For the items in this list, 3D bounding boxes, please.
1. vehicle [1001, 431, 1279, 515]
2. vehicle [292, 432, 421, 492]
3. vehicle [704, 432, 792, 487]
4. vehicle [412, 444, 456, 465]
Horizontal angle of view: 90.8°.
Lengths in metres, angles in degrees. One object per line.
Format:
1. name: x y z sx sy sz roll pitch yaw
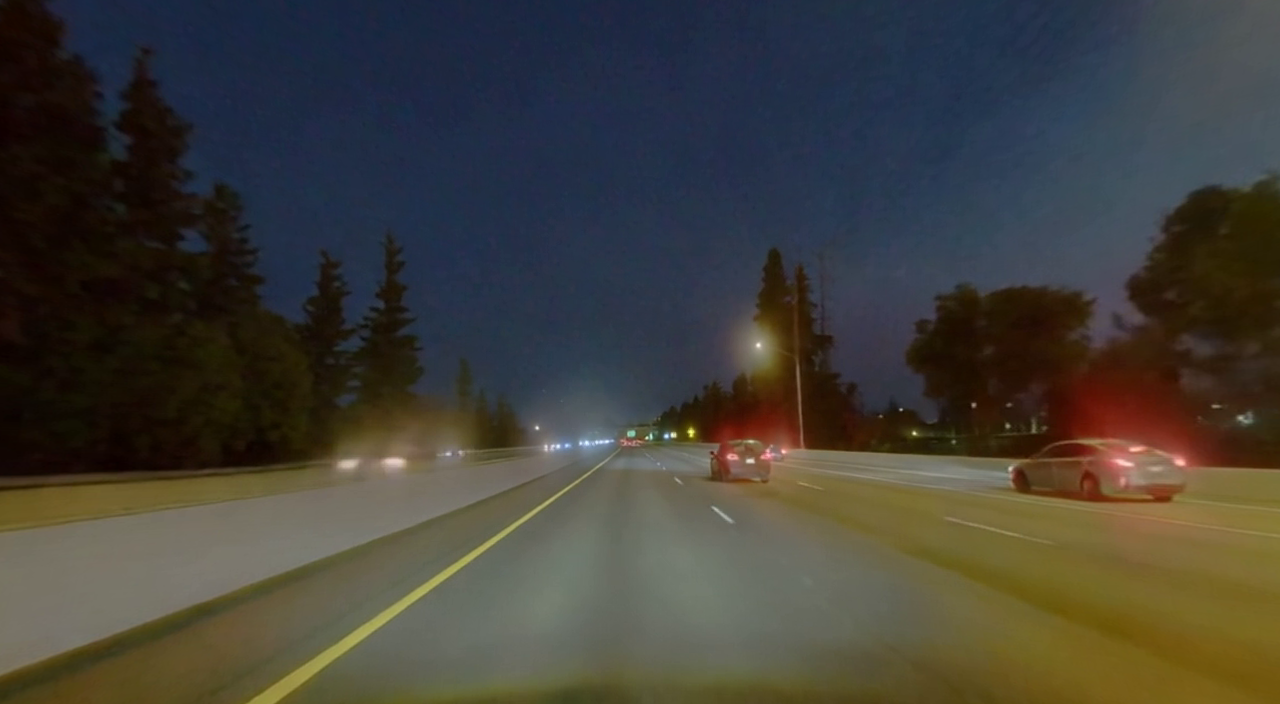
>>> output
1. vehicle: 10.582 2.577 14.051 1.987 1.502 5.130 0 -9 -1
2. vehicle: -7.878 3.079 18.021 1.860 1.503 3.883 0 -9 0
3. vehicle: 3.419 3.484 20.774 2.018 1.600 4.121 0 -9 -2
4. vehicle: -15.550 7.734 47.902 1.851 1.513 4.241 0 -8 0
